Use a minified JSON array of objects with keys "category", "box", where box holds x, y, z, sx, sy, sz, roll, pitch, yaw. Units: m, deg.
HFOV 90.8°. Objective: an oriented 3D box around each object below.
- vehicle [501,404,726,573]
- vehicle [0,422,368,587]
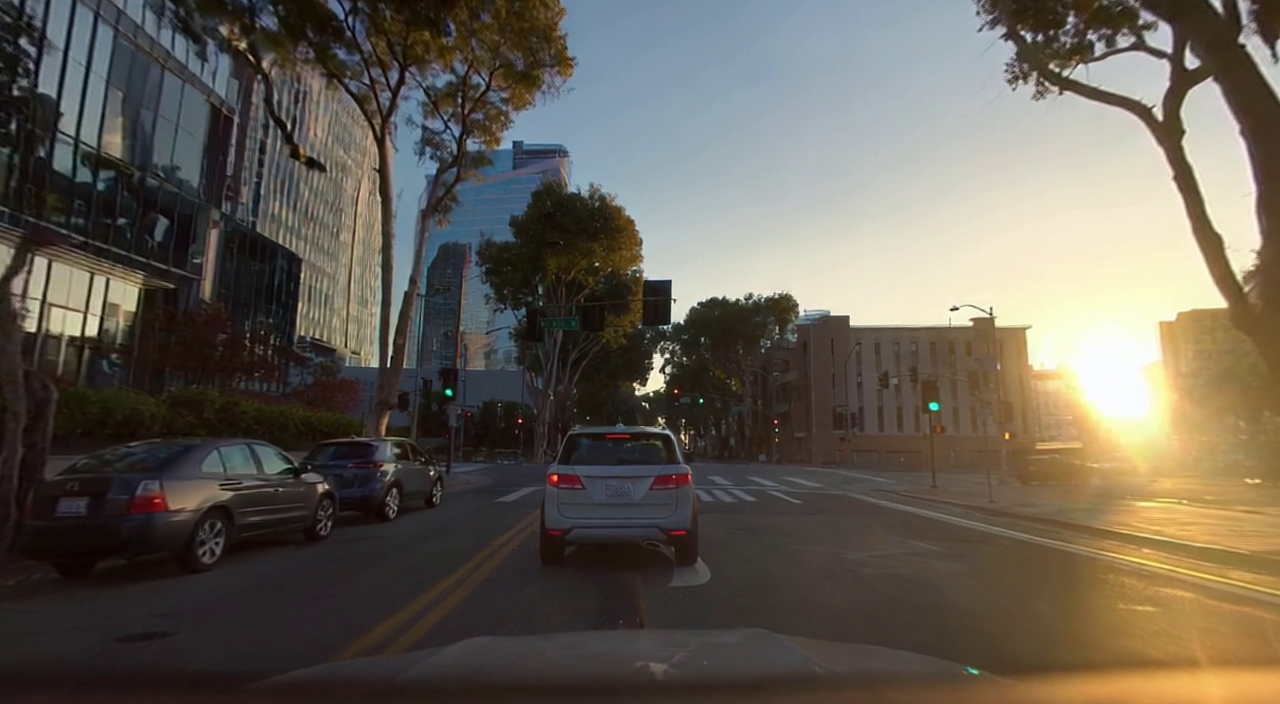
[{"category":"vehicle","box":[-0.249,1.671,8.397,2.258,1.687,3.934,0,-9,1]},{"category":"vehicle","box":[-5.760,1.918,8.860,1.904,1.684,4.529,0,-9,-1]}]
